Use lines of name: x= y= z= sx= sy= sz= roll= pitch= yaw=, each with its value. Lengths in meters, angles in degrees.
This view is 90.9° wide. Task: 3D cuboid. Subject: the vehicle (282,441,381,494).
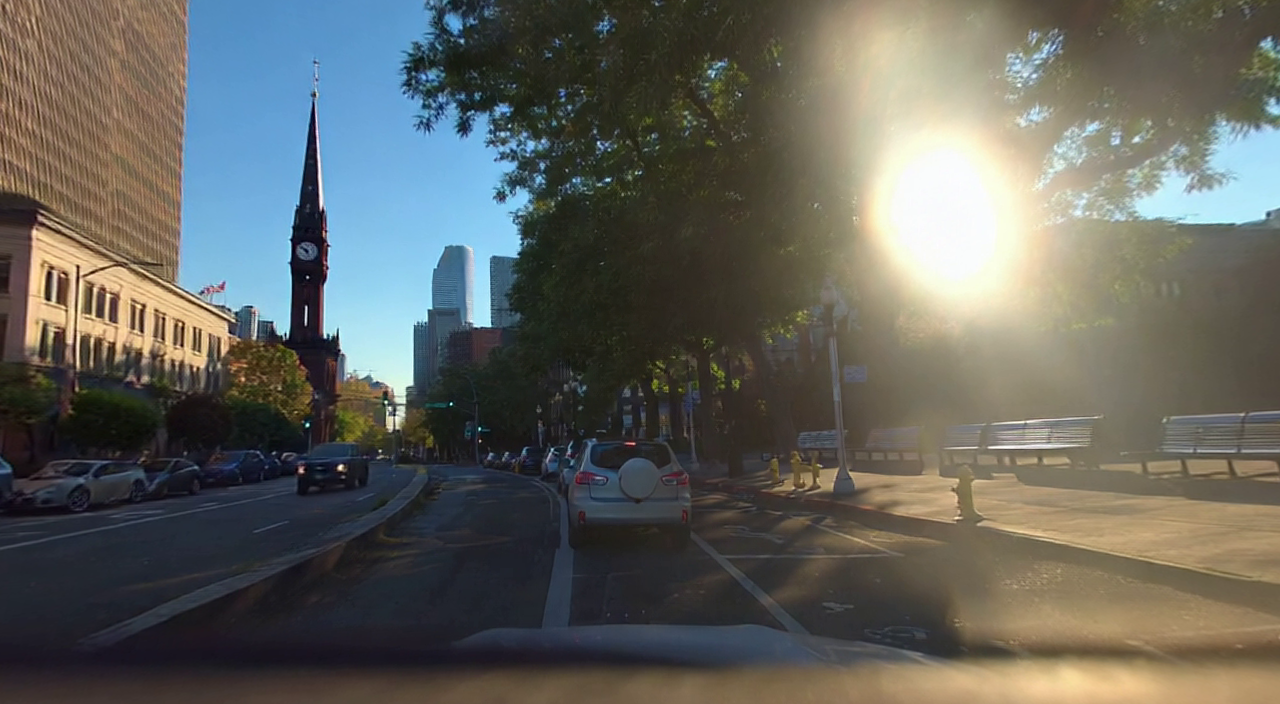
vehicle: x=-11.099 y=4.152 z=23.080 sx=2.179 sy=1.698 sz=4.549 roll=2 pitch=-9 yaw=-12

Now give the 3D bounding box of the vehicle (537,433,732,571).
vehicle: x=-0.247 y=1.944 z=9.003 sx=2.142 sy=1.475 sz=4.051 roll=1 pitch=-8 yaw=-6
